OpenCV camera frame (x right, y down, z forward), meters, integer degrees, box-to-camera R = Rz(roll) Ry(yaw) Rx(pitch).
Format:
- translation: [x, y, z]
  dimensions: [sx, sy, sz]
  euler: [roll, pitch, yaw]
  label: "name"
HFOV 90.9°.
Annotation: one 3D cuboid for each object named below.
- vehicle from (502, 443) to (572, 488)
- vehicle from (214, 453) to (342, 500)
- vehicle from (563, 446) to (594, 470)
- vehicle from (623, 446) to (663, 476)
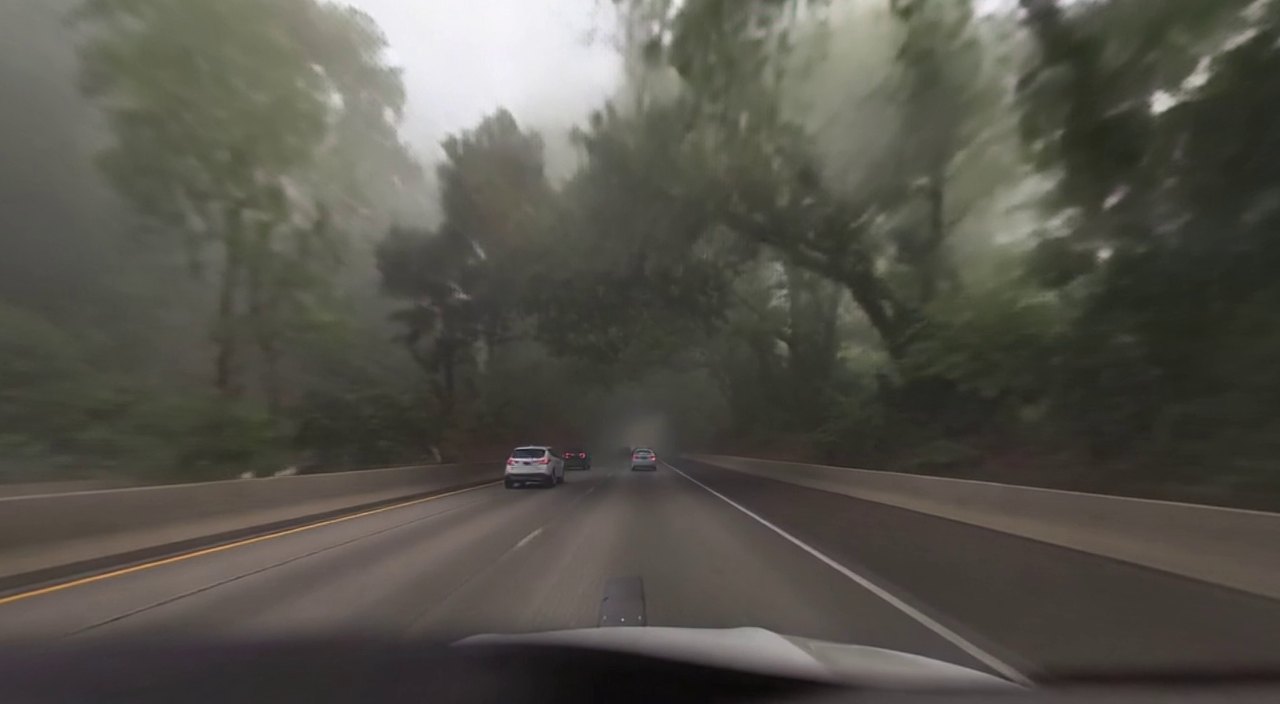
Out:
- translation: [-3.773, 4.227, 23.707]
  dimensions: [1.978, 1.538, 3.755]
  euler: [0, -9, 0]
  label: "vehicle"
- translation: [-12.421, 4.266, 22.002]
  dimensions: [1.909, 1.442, 4.293]
  euler: [0, -9, 0]
  label: "vehicle"
- translation: [-4.324, 7.501, 44.735]
  dimensions: [1.834, 1.615, 3.624]
  euler: [0, -9, 0]
  label: "vehicle"
- translation: [0.138, 5.795, 33.576]
  dimensions: [2.001, 1.490, 3.914]
  euler: [0, -9, 0]
  label: "vehicle"
